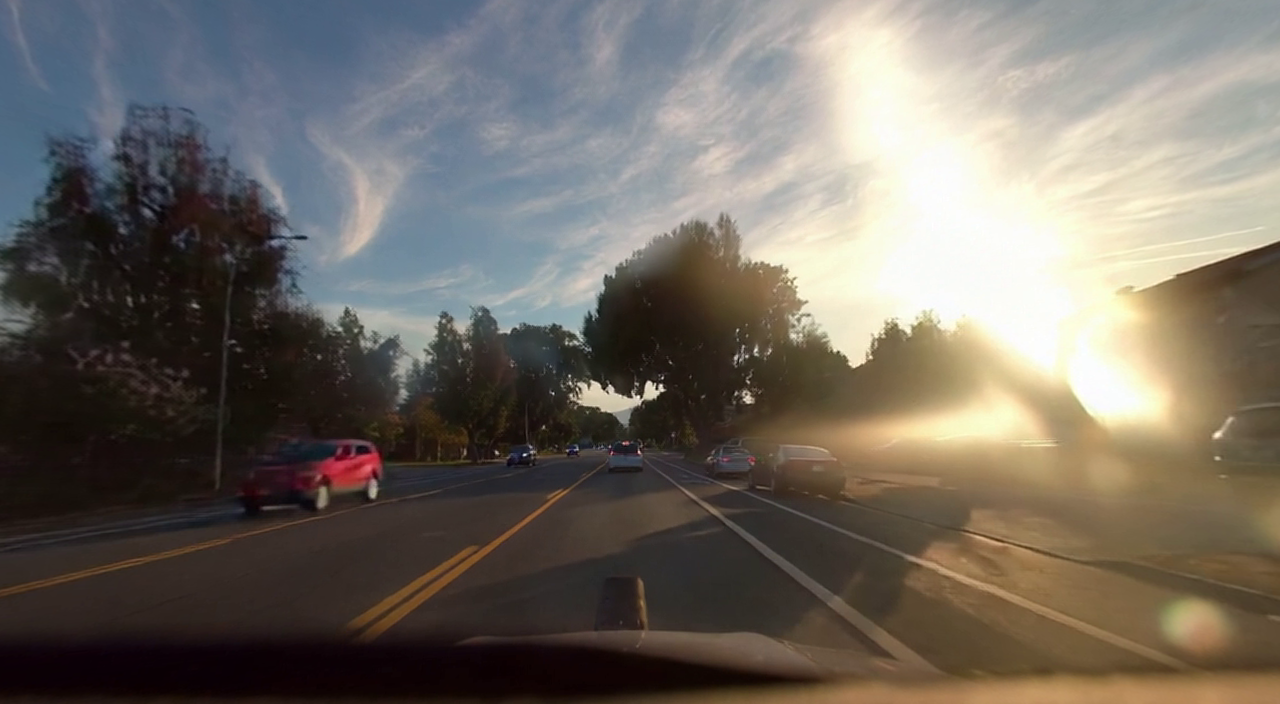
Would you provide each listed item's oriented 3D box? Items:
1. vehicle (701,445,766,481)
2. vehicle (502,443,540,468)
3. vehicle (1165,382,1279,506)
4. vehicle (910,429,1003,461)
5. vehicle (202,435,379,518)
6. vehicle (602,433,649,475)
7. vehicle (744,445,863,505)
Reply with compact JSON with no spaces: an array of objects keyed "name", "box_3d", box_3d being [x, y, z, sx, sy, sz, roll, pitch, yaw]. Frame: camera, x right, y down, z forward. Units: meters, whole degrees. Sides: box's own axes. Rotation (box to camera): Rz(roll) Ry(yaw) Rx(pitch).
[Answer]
[{"name":"vehicle","box_3d":[4.143,5.004,28.898,2.001,1.480,5.022,0,-9,-2]},{"name":"vehicle","box_3d":[-9.037,7.849,48.164,1.999,1.806,4.479,0,-9,0]},{"name":"vehicle","box_3d":[12.424,1.580,10.852,4.870,1.926,2.094,0,-9,-1]},{"name":"vehicle","box_3d":[17.955,5.283,35.955,4.172,1.705,2.032,1,-9,-7]},{"name":"vehicle","box_3d":[-8.216,2.930,15.433,1.945,1.712,4.240,0,-9,-1]},{"name":"vehicle","box_3d":[-0.704,5.076,31.642,2.153,1.942,4.767,0,-9,-1]},{"name":"vehicle","box_3d":[4.435,3.394,18.008,1.963,1.469,4.709,0,-9,-2]}]
